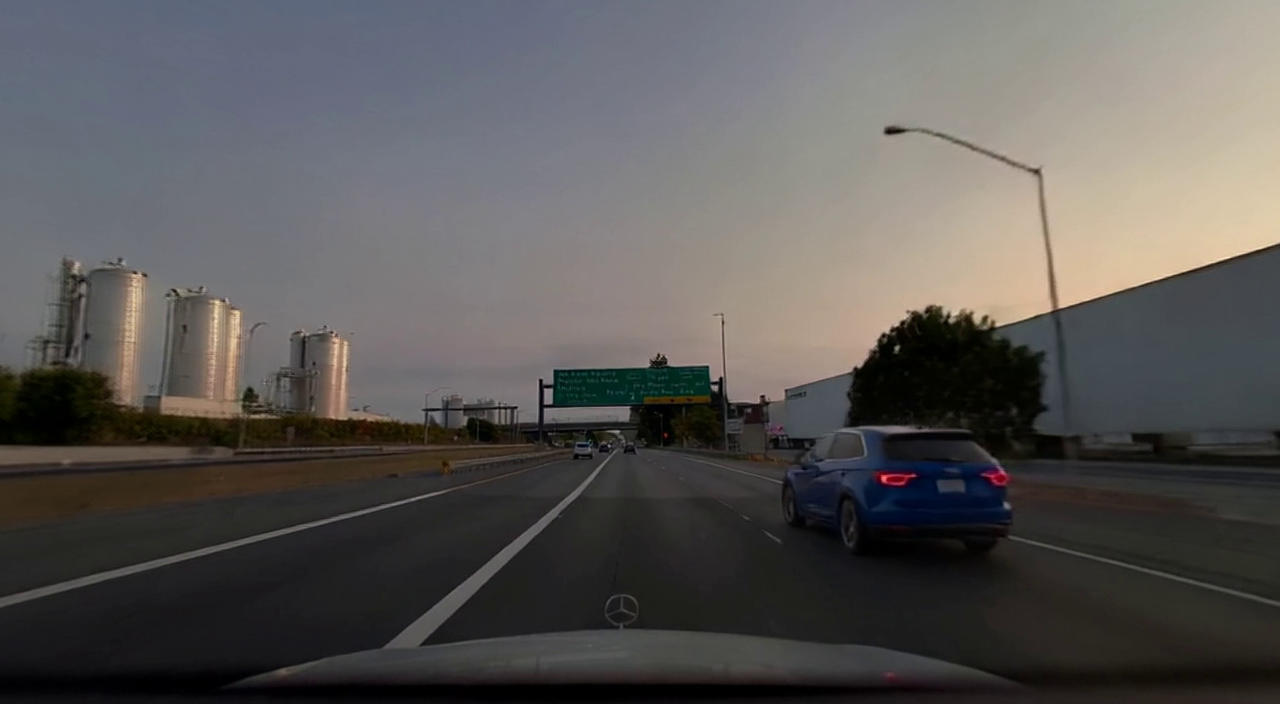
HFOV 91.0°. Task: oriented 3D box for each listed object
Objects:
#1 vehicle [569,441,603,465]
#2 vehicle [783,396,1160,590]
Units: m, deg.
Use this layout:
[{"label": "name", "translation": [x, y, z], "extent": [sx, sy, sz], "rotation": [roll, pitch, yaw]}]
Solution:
[{"label": "vehicle", "translation": [-3.755, 7.073, 44.295], "extent": [2.012, 1.571, 4.232], "rotation": [0, -9, 0]}, {"label": "vehicle", "translation": [3.661, 1.694, 8.451], "extent": [2.296, 1.790, 5.067], "rotation": [0, -9, 0]}]
